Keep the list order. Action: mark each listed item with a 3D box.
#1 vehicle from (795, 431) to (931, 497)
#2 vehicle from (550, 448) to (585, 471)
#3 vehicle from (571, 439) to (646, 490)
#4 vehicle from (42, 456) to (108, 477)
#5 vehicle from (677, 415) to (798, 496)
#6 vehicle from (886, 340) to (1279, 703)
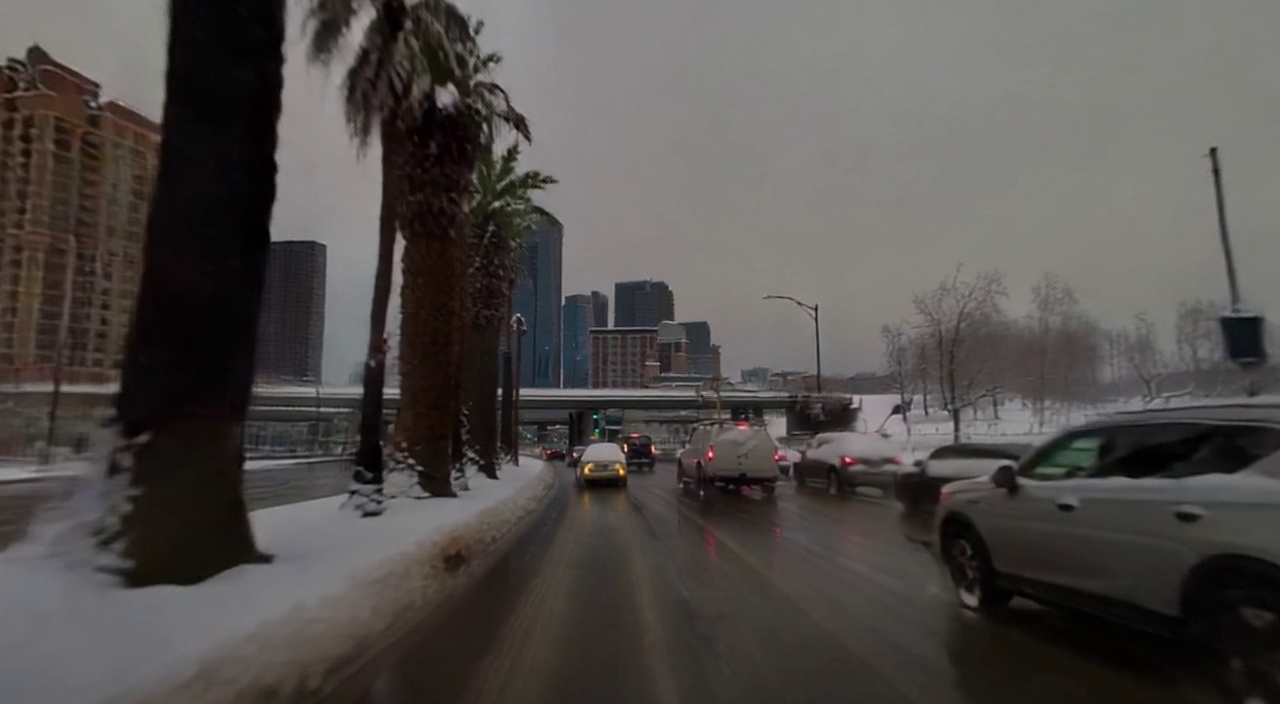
[{"bbox_3d":[6.578,3.365,19.365,2.164,1.745,4.677,0,-9,-4],"label":"vehicle"},{"bbox_3d":[-5.188,7.636,44.967,2.081,1.503,3.681,2,-9,-13],"label":"vehicle"},{"bbox_3d":[-1.278,4.028,23.038,2.332,1.625,4.933,1,-9,-7],"label":"vehicle"},{"bbox_3d":[-43.246,8.767,48.438,1.794,1.461,3.581,0,-9,-3],"label":"vehicle"},{"bbox_3d":[2.800,3.192,19.736,2.434,2.171,5.098,1,-9,-7],"label":"vehicle"},{"bbox_3d":[3.573,1.035,4.032,2.151,1.695,4.258,0,-9,-2],"label":"vehicle"}]
